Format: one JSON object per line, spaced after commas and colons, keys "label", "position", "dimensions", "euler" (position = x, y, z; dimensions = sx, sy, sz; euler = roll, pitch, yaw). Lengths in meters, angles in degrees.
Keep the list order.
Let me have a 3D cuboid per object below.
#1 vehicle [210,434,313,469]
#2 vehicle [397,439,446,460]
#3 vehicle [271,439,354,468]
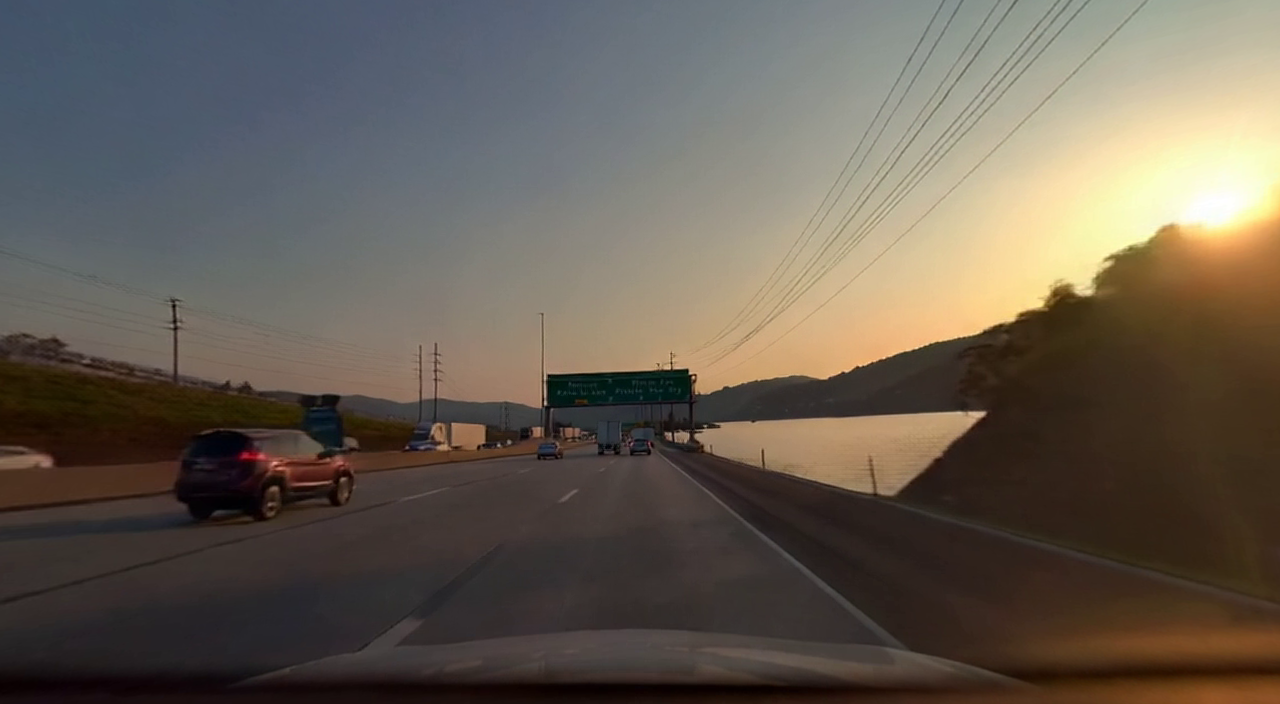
{"label": "vehicle", "position": [-21.138, 5.585, 35.612], "dimensions": [2.165, 1.796, 5.831], "euler": [0, -8, 1]}
{"label": "vehicle", "position": [-16.886, 7.542, 49.041], "dimensions": [2.008, 1.534, 4.910], "euler": [0, -8, 1]}
{"label": "vehicle", "position": [-17.412, 5.413, 33.800], "dimensions": [2.060, 1.463, 4.385], "euler": [0, -8, 1]}
